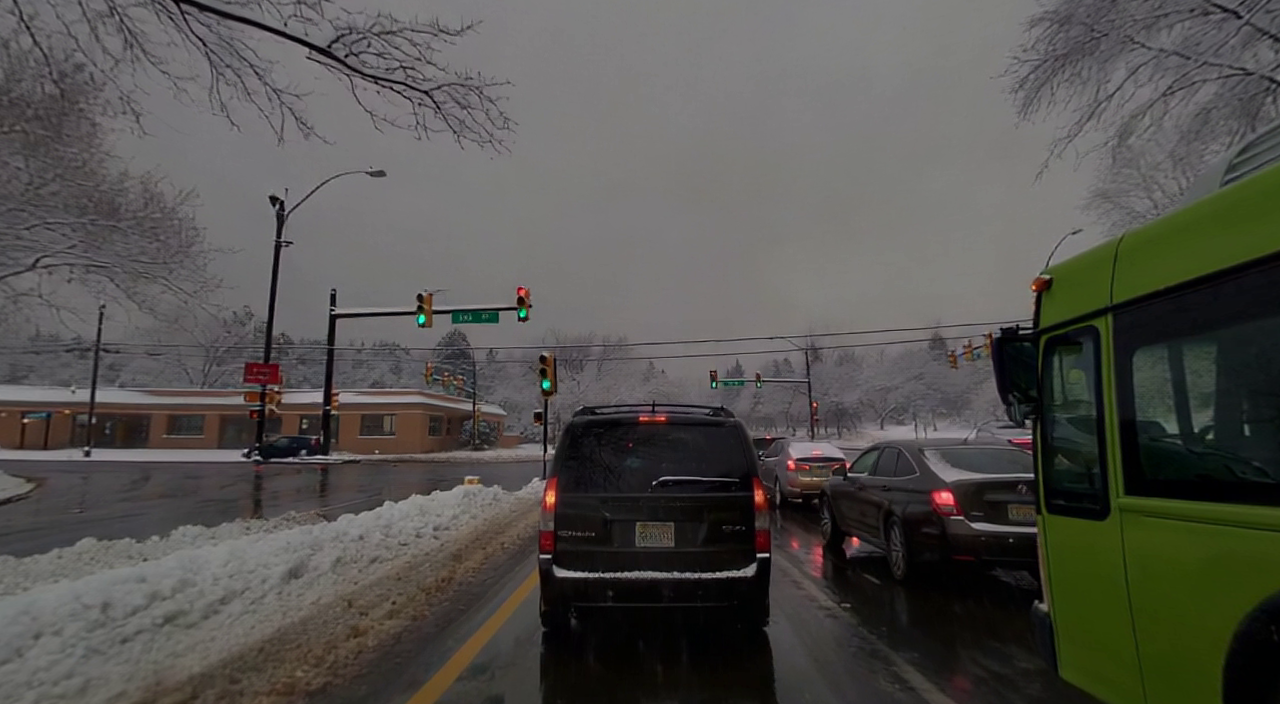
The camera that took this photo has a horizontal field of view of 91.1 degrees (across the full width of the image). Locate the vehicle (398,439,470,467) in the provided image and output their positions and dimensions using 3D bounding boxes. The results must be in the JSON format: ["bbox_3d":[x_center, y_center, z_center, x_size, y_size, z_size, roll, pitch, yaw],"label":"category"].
[{"bbox_3d":[-13.810,6.763,42.235,1.924,1.720,4.097,-8,-12,44],"label":"vehicle"}]

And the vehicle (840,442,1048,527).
[{"bbox_3d":[5.998,2.638,13.207,1.987,1.457,4.675,0,-8,-1],"label":"vehicle"}]

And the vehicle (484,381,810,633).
[{"bbox_3d":[0.024,1.476,6.996,2.381,1.842,4.603,0,-8,-1],"label":"vehicle"}]

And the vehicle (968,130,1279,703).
[{"bbox_3d":[2.619,0.318,0.412,2.037,2.065,5.037,0,-8,0],"label":"vehicle"}]
